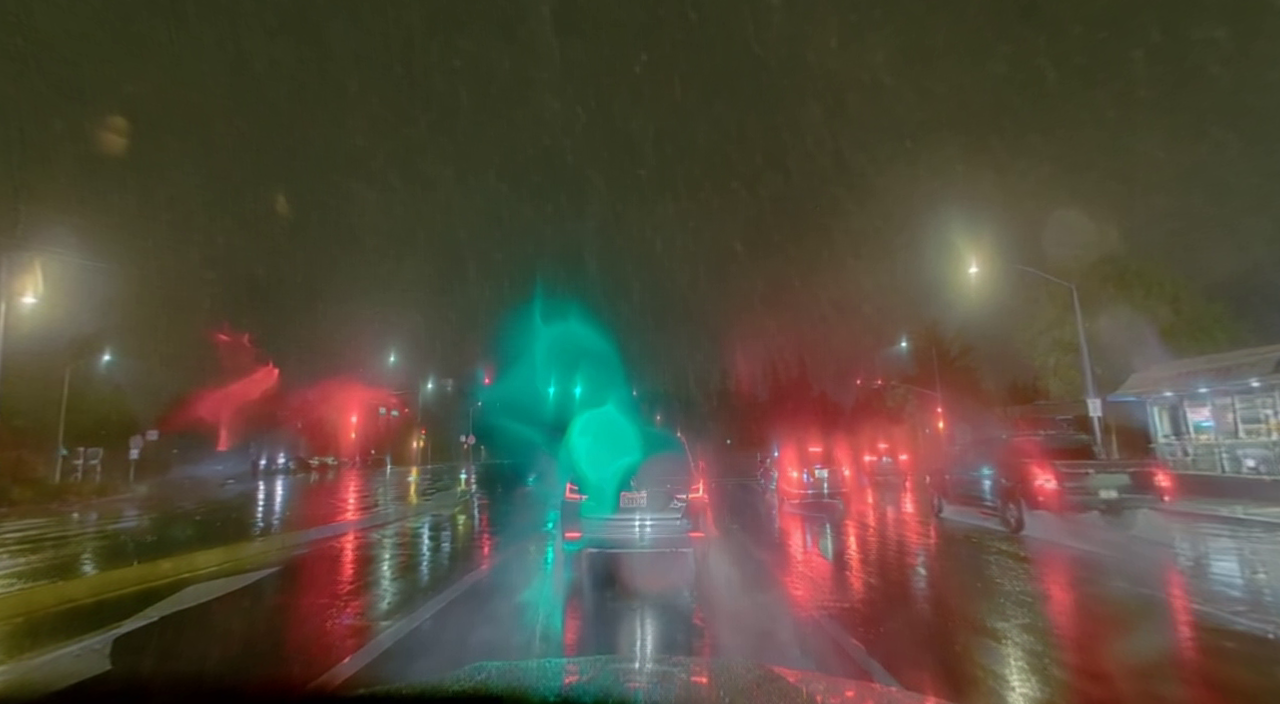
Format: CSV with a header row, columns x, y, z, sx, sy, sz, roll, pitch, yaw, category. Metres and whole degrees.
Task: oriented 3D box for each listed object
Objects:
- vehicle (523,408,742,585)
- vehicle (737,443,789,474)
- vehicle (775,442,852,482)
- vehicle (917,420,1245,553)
x,y,z,sx,sy,sz,roll,pitch,yaw,category
-0.058,1.693,8.114,2.115,1.700,3.901,0,-9,1,vehicle
6.265,5.456,32.632,1.961,1.477,4.454,0,-9,2,vehicle
6.859,4.393,25.347,1.833,1.452,4.237,0,-9,0,vehicle
6.580,2.043,10.286,2.072,1.652,4.611,0,-9,1,vehicle
